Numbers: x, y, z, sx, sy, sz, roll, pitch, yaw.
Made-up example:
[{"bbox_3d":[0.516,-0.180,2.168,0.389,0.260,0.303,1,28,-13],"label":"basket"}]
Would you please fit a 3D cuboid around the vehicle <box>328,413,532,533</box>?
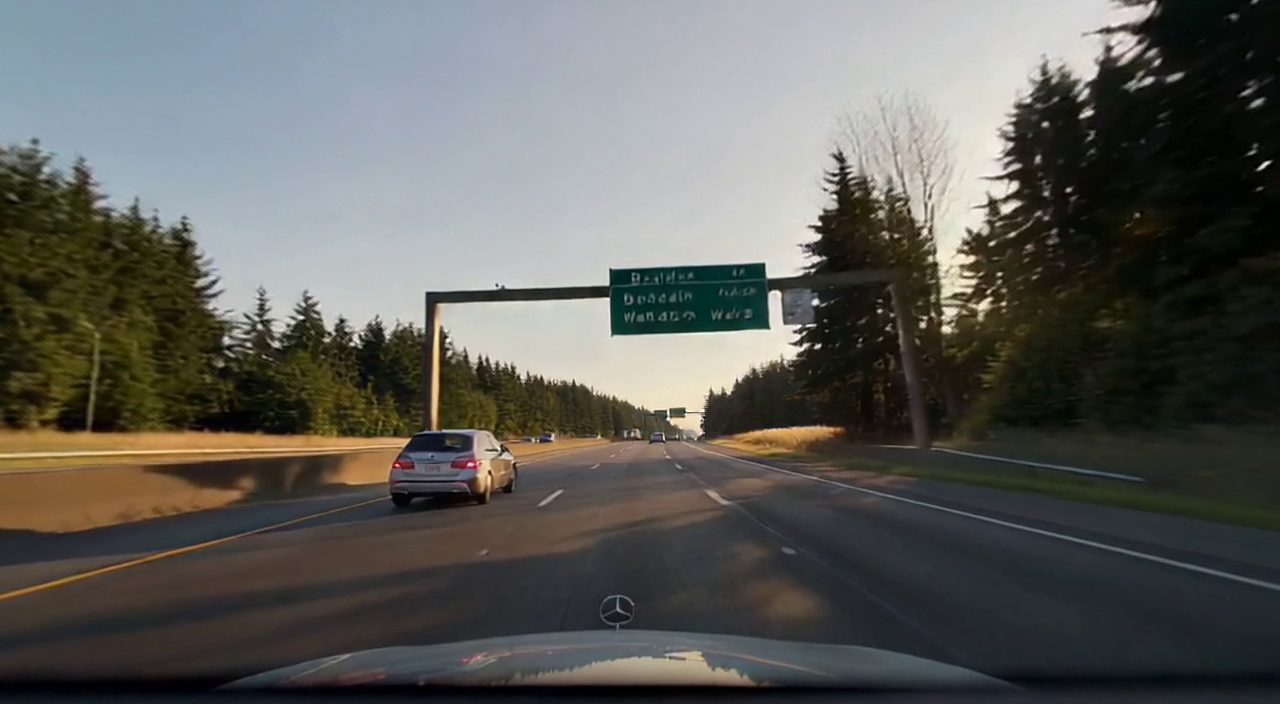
[{"bbox_3d":[-3.281,1.966,10.876,2.084,1.654,4.080,0,-8,0],"label":"vehicle"}]
